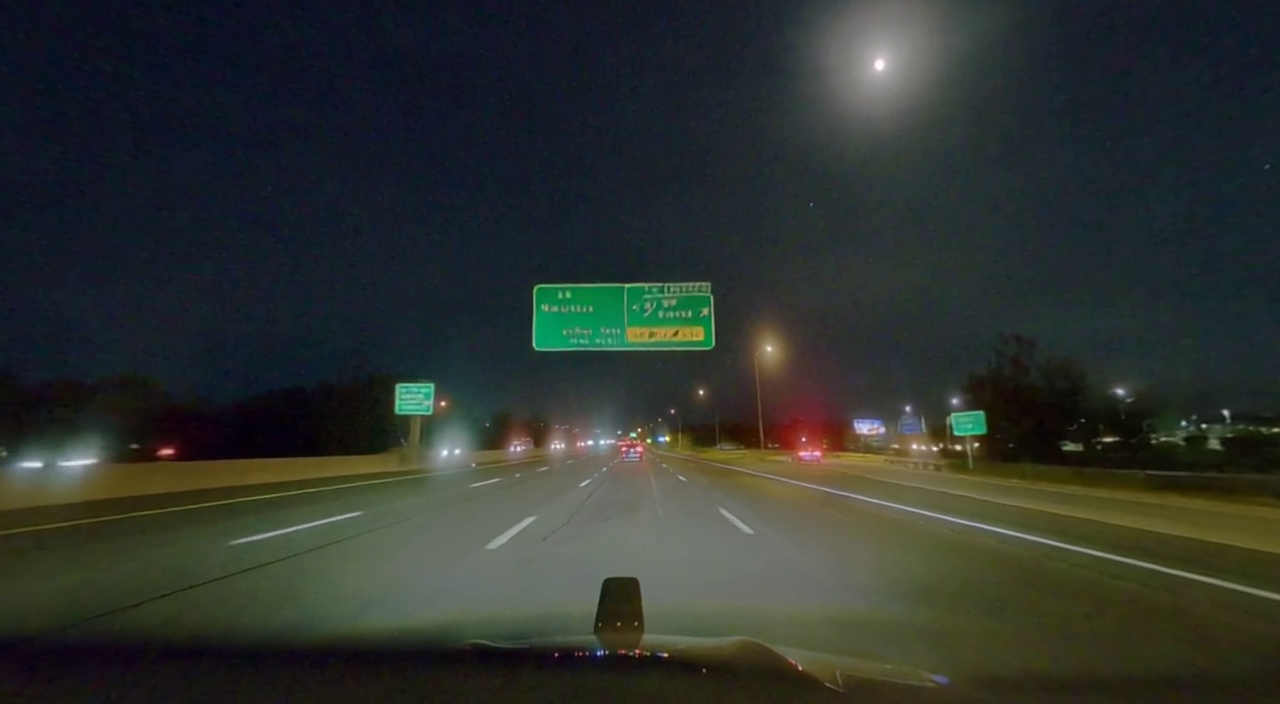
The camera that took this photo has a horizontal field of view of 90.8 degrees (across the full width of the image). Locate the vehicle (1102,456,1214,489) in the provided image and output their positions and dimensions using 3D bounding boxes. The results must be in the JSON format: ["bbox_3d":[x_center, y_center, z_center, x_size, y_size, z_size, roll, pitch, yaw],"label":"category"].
[{"bbox_3d":[24.450,5.681,29.921,3.596,1.434,1.782,-1,-9,5],"label":"vehicle"}]

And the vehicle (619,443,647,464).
[{"bbox_3d":[-0.575,7.773,48.501,2.025,1.460,4.189,0,-8,-1],"label":"vehicle"}]

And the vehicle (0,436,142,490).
[{"bbox_3d":[-21.035,3.899,22.687,2.201,1.708,4.988,0,-8,0],"label":"vehicle"}]
